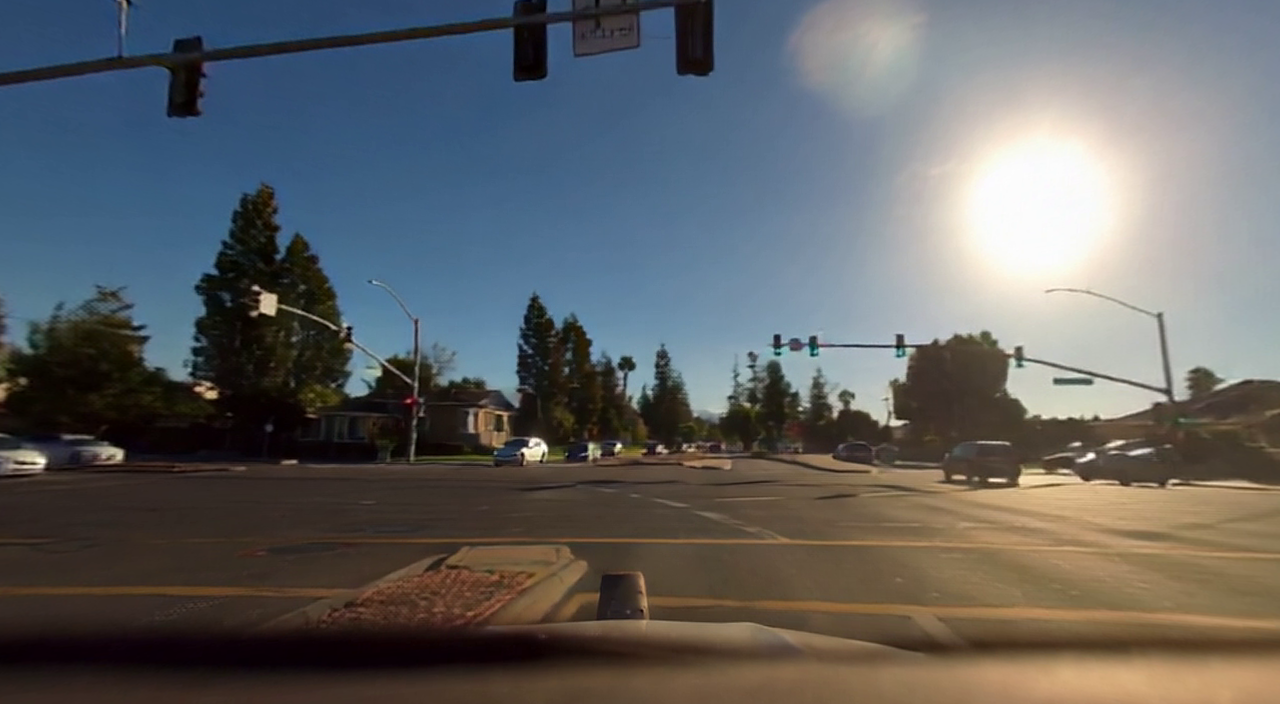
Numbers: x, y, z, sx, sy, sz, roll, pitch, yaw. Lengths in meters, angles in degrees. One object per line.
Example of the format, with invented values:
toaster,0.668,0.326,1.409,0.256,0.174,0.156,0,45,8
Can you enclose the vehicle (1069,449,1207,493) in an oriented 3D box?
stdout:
vehicle,20.632,4.914,26.482,2.053,1.589,5.137,-1,-9,7

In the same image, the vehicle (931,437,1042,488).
vehicle,13.397,4.289,24.785,2.120,1.767,4.856,-2,-9,8

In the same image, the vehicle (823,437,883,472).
vehicle,11.854,5.744,35.444,2.239,1.812,4.812,-1,-9,7

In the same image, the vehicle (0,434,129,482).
vehicle,-23.937,4.255,25.439,4.911,1.801,2.129,-1,-9,7

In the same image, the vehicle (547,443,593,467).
vehicle,-4.685,7.015,42.889,2.039,1.519,4.356,-2,-9,8
